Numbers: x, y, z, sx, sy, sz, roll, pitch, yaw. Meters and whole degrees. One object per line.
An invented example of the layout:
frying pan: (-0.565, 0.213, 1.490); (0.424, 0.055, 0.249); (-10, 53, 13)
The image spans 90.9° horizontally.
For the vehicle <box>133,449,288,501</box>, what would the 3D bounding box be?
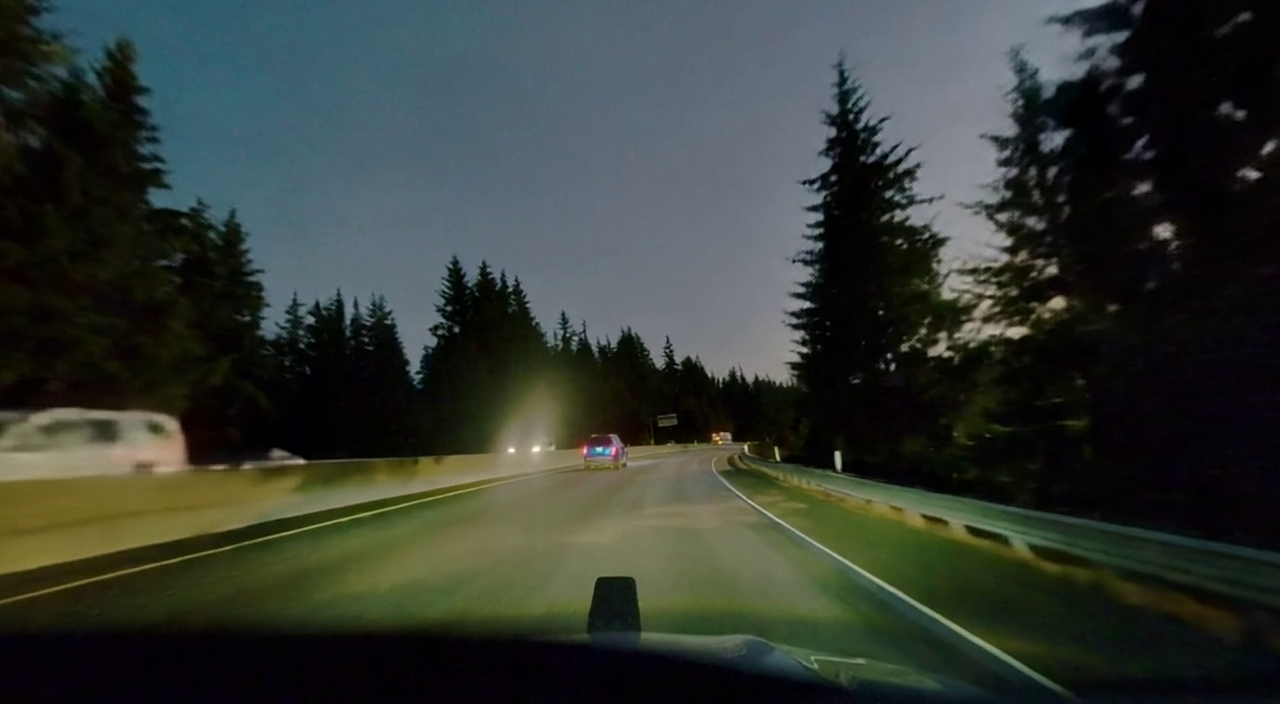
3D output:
vehicle: (-15.485, 4.410, 23.167); (2.186, 1.629, 4.787); (-1, -8, 3)

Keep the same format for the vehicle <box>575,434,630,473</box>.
vehicle: (-1.713, 4.896, 30.585); (2.005, 1.752, 4.479); (-1, -8, 5)
